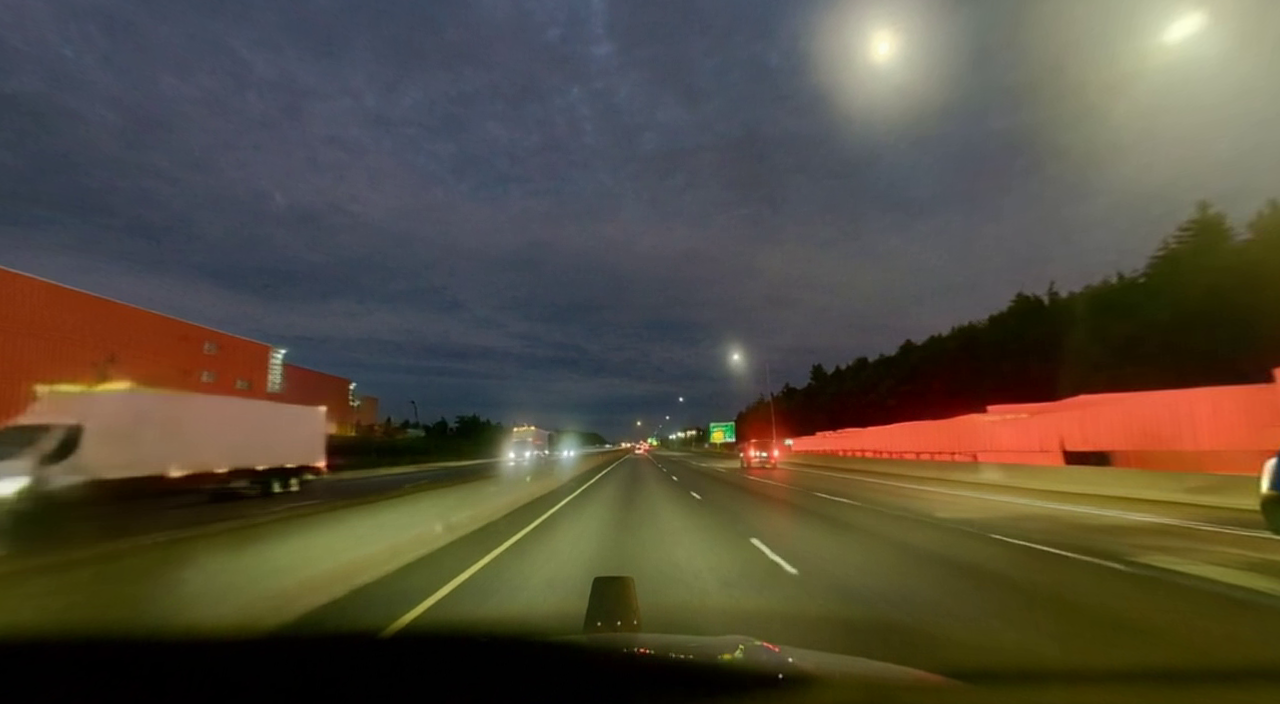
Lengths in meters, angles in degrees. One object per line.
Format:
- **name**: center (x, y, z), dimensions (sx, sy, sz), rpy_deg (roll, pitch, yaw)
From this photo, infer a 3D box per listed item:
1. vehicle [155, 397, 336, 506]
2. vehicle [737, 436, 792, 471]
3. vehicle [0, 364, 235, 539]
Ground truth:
- **vehicle**: center (-16.219, 4.187, 26.736), dimensions (2.886, 3.924, 7.307), rpy_deg (0, -9, -1)
- **vehicle**: center (7.393, 6.083, 37.774), dimensions (2.156, 1.943, 5.010), rpy_deg (0, -9, -1)
- **vehicle**: center (-16.045, 2.779, 17.570), dimensions (2.966, 3.933, 9.734), rpy_deg (0, -9, -1)
